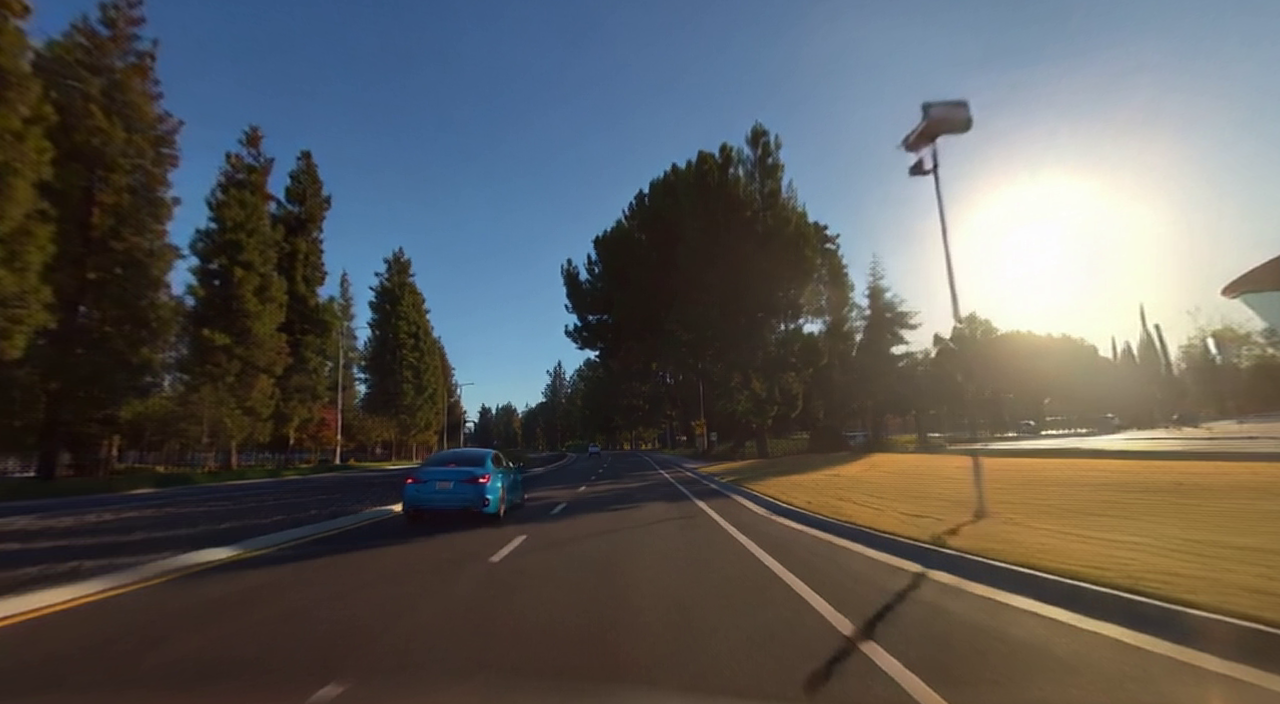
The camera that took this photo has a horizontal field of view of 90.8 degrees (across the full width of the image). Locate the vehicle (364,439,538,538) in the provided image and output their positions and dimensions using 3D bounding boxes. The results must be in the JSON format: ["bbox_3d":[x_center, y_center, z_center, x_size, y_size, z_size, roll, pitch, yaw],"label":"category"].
[{"bbox_3d":[-3.214,2.379,11.699,1.964,1.472,4.078,0,-8,0],"label":"vehicle"}]
